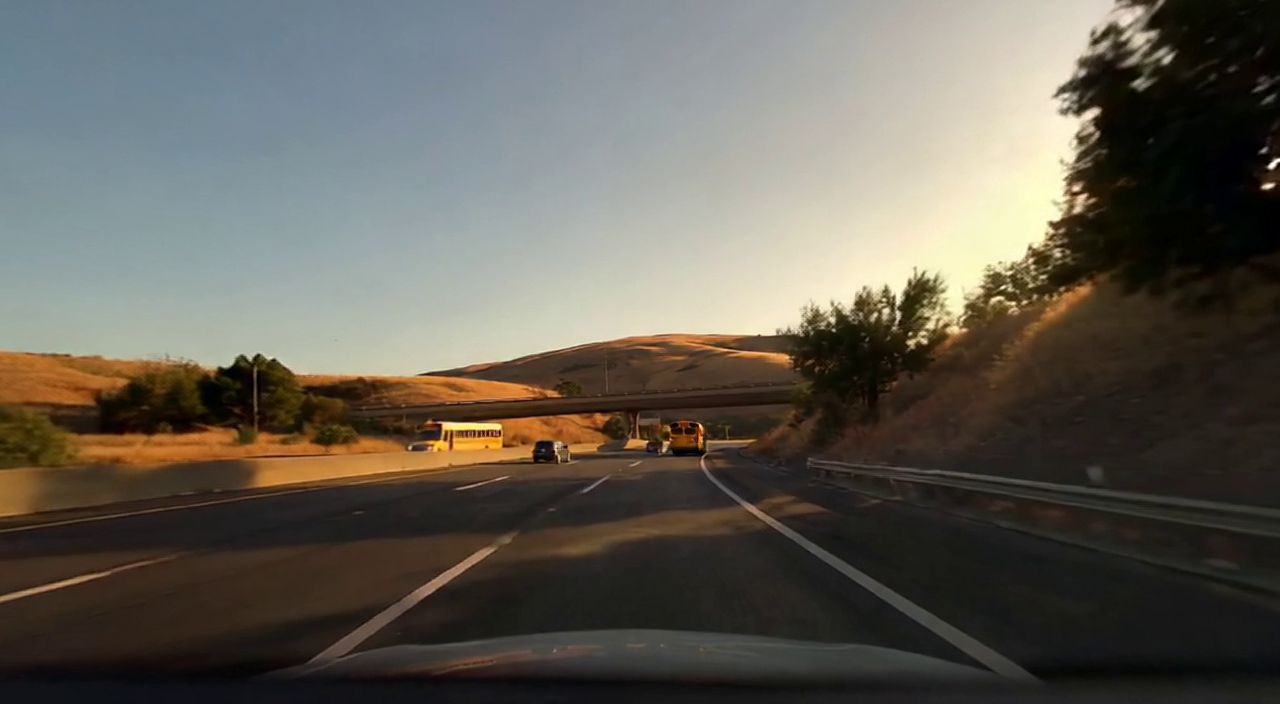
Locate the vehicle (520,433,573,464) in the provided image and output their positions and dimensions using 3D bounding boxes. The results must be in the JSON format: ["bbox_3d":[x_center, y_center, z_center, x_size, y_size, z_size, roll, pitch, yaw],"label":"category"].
[{"bbox_3d":[-5.526,5.791,37.980,2.106,1.704,4.637,-1,-8,5],"label":"vehicle"}]
